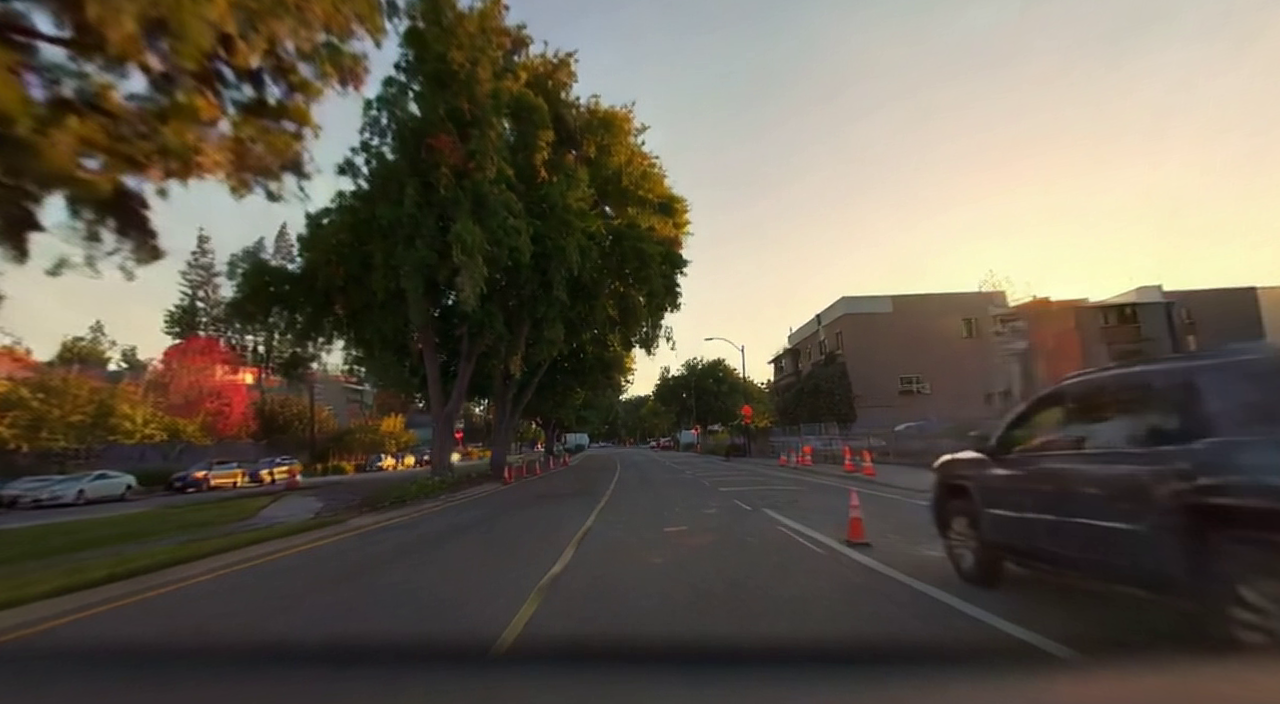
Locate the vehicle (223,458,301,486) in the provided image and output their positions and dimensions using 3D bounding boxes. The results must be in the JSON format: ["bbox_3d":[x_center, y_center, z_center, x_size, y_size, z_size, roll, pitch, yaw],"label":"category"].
[{"bbox_3d":[-22.195,7.039,37.254,1.863,1.470,4.526,0,-8,-1],"label":"vehicle"}]

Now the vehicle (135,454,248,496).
[{"bbox_3d":[-21.847,5.971,31.028,1.941,1.743,5.264,0,-8,-4],"label":"vehicle"}]

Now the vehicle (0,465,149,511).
[{"bbox_3d":[-21.755,5.200,24.515,1.746,1.447,4.448,0,-8,-1],"label":"vehicle"}]

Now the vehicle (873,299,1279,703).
[{"bbox_3d":[4.132,0.924,3.875,2.660,1.980,6.934,0,-8,-1],"label":"vehicle"}]
